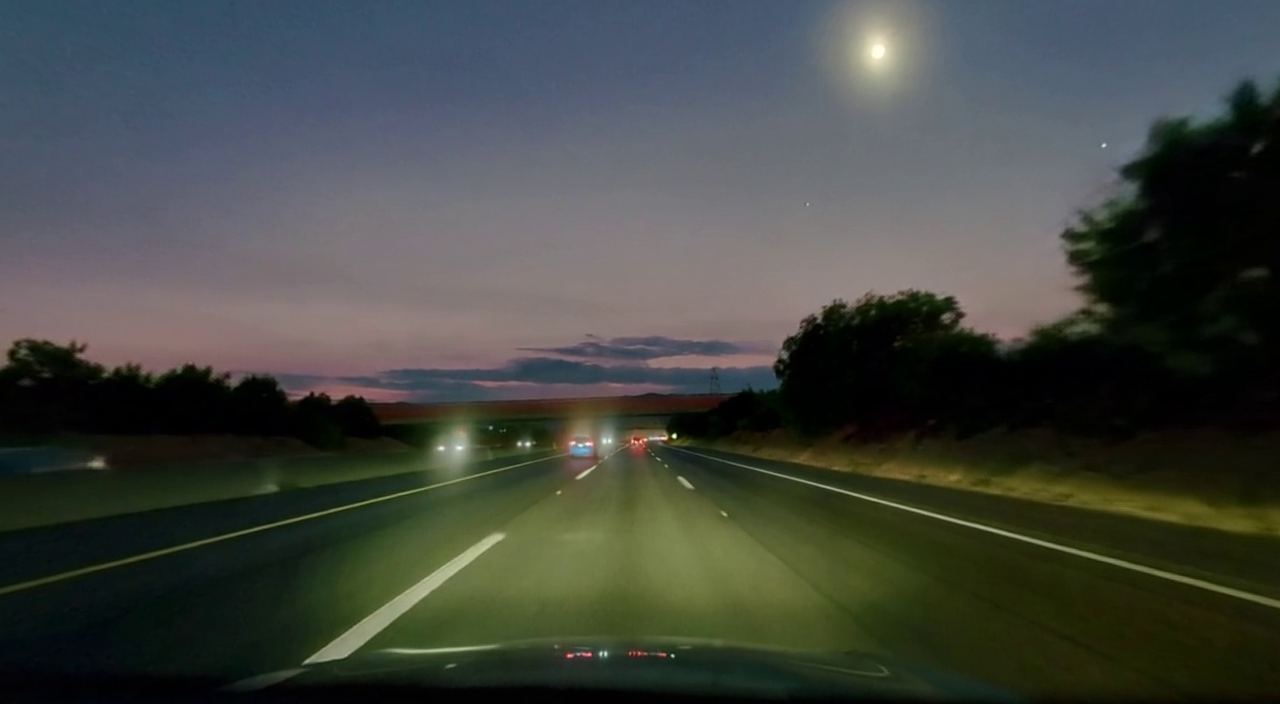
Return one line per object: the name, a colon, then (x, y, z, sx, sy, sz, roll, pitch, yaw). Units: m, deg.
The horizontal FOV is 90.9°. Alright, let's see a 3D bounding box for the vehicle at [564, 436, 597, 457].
vehicle: (-4.479, 7.194, 48.263, 2.074, 1.535, 4.437, 0, -8, 0)
